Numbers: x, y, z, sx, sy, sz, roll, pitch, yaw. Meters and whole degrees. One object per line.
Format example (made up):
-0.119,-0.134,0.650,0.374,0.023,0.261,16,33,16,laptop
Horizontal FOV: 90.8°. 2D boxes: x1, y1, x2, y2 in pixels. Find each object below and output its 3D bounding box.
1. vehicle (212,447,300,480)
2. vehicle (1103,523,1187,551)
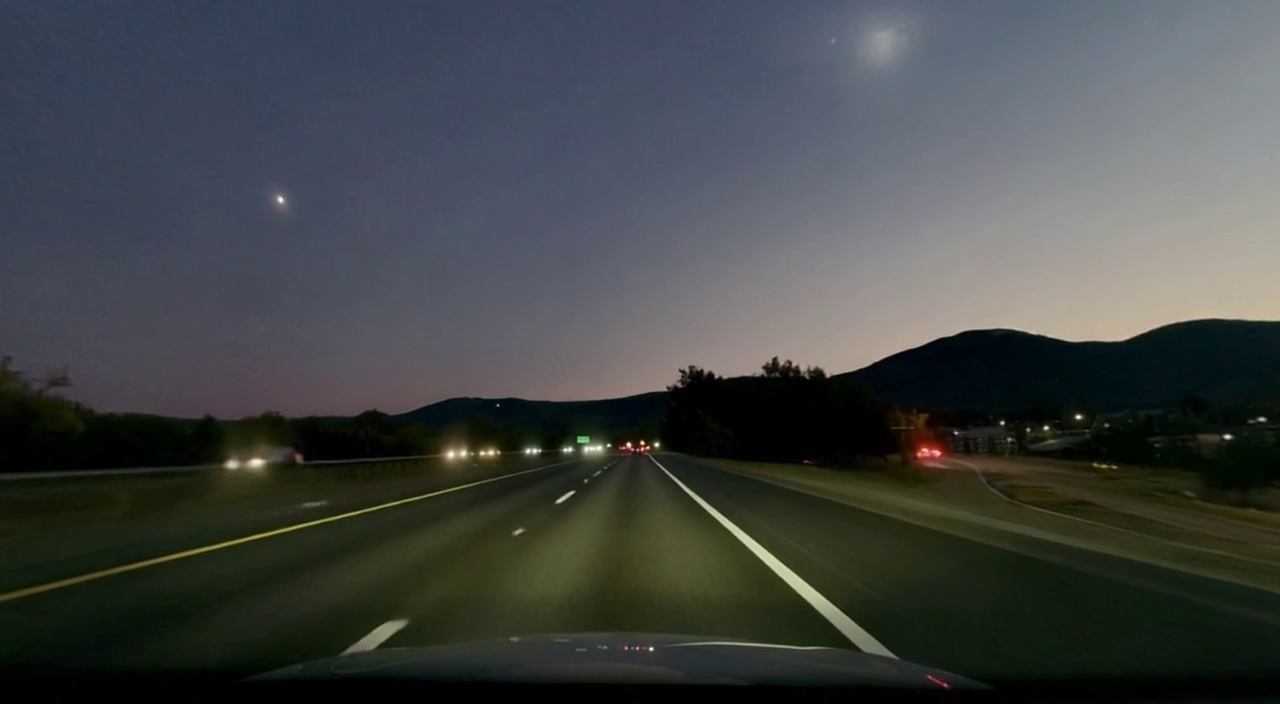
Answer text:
-21.871,6.333,36.251,2.198,1.735,4.468,0,-9,0,vehicle
35.660,13.064,44.699,3.995,1.648,2.144,0,-8,2,vehicle
